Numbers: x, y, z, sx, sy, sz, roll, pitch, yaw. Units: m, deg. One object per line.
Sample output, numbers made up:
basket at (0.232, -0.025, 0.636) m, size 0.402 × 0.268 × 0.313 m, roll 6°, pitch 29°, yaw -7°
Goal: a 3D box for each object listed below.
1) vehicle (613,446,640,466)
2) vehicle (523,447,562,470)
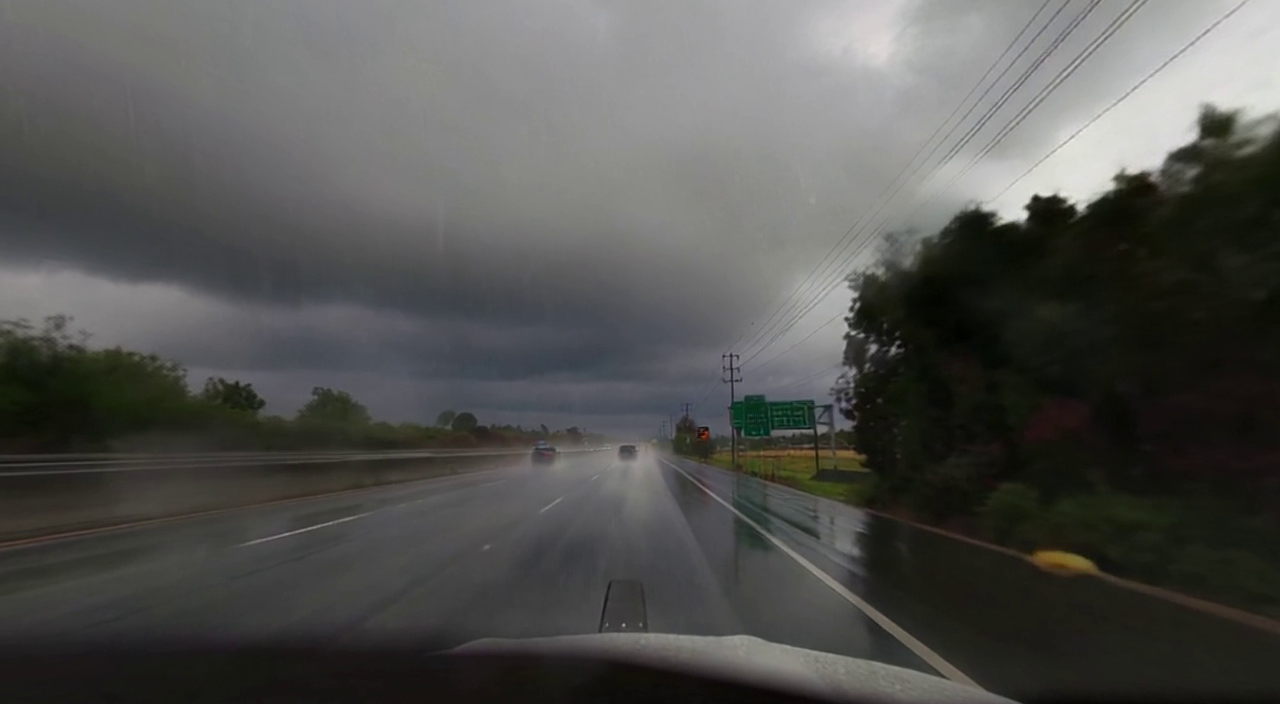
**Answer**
vehicle at (-0.985, 8.074, 48.856) m, size 1.968 × 1.462 × 3.937 m, roll 0°, pitch -9°, yaw 1°
vehicle at (-6.501, 7.123, 42.348) m, size 1.911 × 1.491 × 3.624 m, roll -1°, pitch -9°, yaw 2°
